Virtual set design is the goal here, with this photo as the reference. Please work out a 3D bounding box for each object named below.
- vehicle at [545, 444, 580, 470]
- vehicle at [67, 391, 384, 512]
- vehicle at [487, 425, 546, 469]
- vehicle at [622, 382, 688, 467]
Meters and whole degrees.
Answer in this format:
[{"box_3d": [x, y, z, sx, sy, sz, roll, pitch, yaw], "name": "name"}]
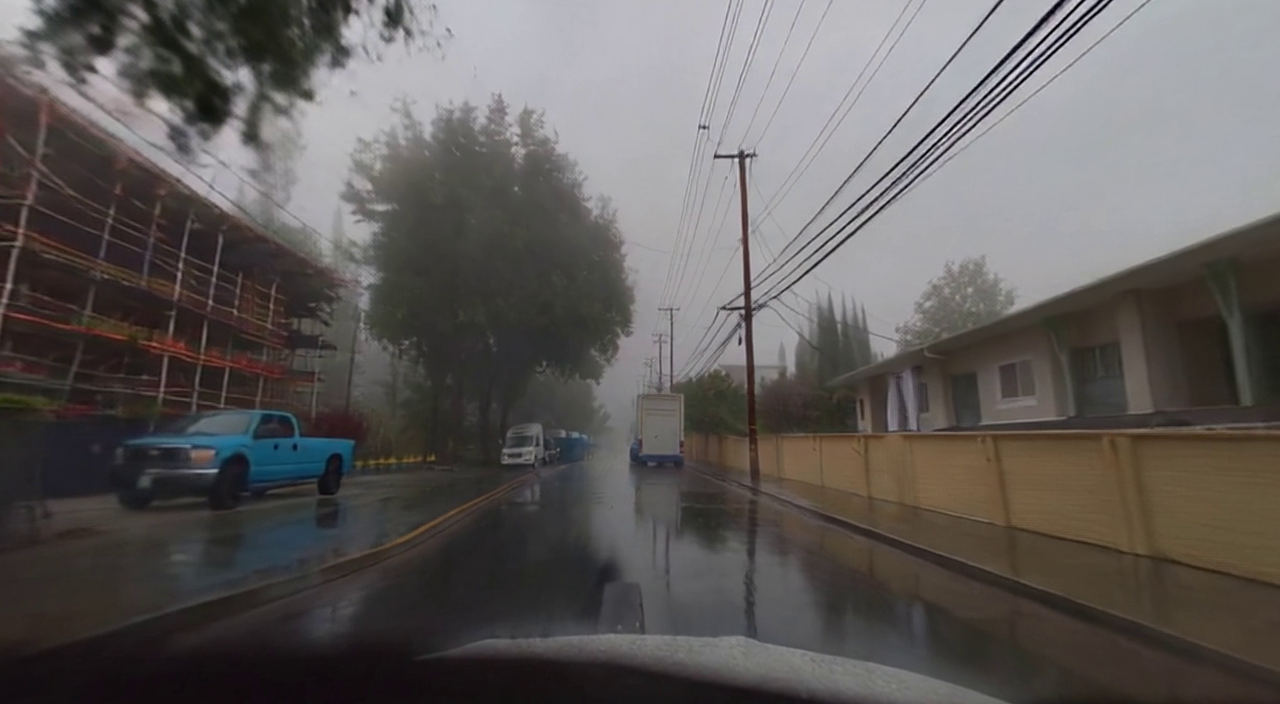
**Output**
[{"box_3d": [-6.066, 8.231, 49.747, 2.257, 1.916, 5.089, 0, -8, -2], "name": "vehicle"}, {"box_3d": [-7.777, 1.994, 12.874, 2.238, 1.895, 5.648, -1, -8, 5], "name": "vehicle"}, {"box_3d": [-6.382, 4.887, 32.994, 2.171, 1.910, 4.789, -1, -4, 0], "name": "vehicle"}, {"box_3d": [0.658, 4.104, 33.928, 2.915, 3.793, 9.963, 2, -9, 0], "name": "vehicle"}]
